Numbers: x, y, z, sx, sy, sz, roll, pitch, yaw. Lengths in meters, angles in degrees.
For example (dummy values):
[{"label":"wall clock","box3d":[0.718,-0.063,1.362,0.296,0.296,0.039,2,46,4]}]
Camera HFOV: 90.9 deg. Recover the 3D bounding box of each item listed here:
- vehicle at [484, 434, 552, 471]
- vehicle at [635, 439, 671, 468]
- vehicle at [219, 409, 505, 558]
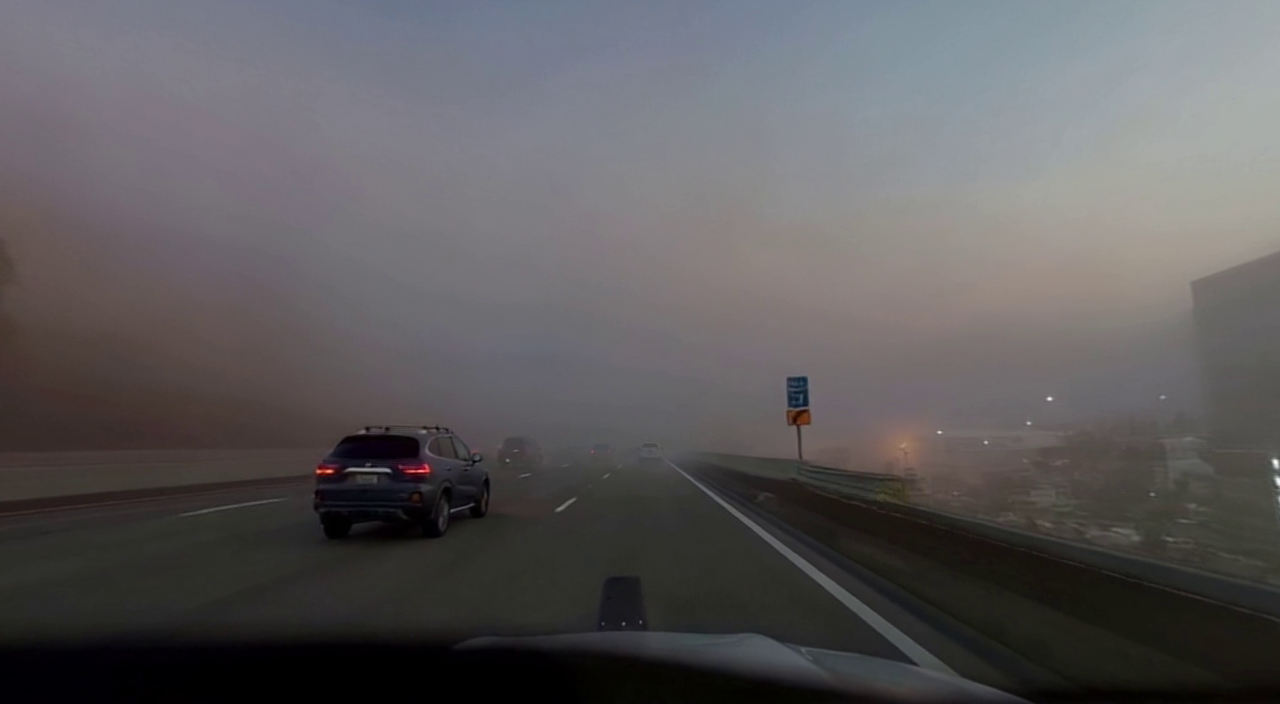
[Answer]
[{"label":"vehicle","box3d":[-6.732,5.628,35.537,2.521,1.901,5.988,0,-8,1]},{"label":"vehicle","box3d":[0.783,6.428,40.158,2.135,1.697,4.757,0,-8,0]},{"label":"vehicle","box3d":[-3.783,1.898,9.868,2.136,1.718,4.873,0,-8,2]}]
